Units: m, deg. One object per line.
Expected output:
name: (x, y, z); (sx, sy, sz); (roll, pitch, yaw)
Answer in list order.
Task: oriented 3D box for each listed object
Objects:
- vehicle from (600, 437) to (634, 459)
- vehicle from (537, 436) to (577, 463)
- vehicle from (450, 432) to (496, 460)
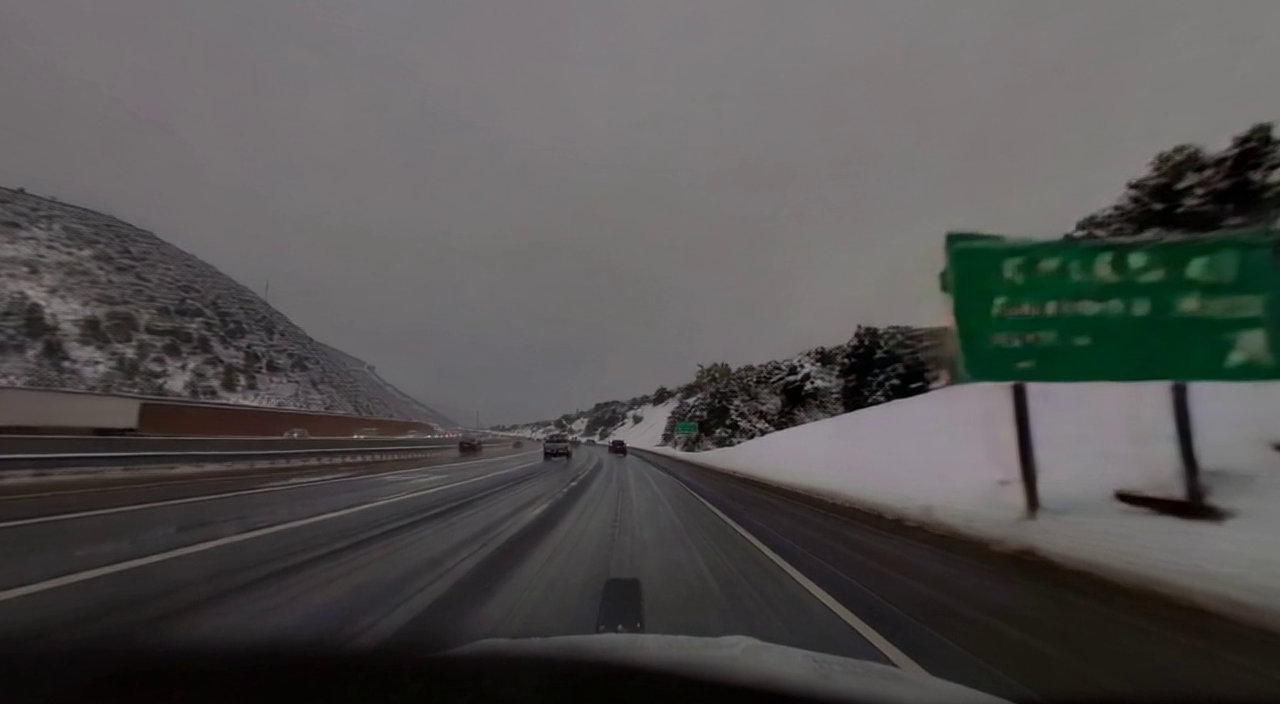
vehicle: (-1.759, 7.320, 47.939); (2.421, 1.594, 4.248); (0, -9, -2)
vehicle: (-5.343, 6.330, 41.061); (2.060, 1.631, 4.214); (0, -9, -1)
vehicle: (-12.435, 7.057, 47.304); (2.219, 1.923, 4.985); (0, -9, -1)
